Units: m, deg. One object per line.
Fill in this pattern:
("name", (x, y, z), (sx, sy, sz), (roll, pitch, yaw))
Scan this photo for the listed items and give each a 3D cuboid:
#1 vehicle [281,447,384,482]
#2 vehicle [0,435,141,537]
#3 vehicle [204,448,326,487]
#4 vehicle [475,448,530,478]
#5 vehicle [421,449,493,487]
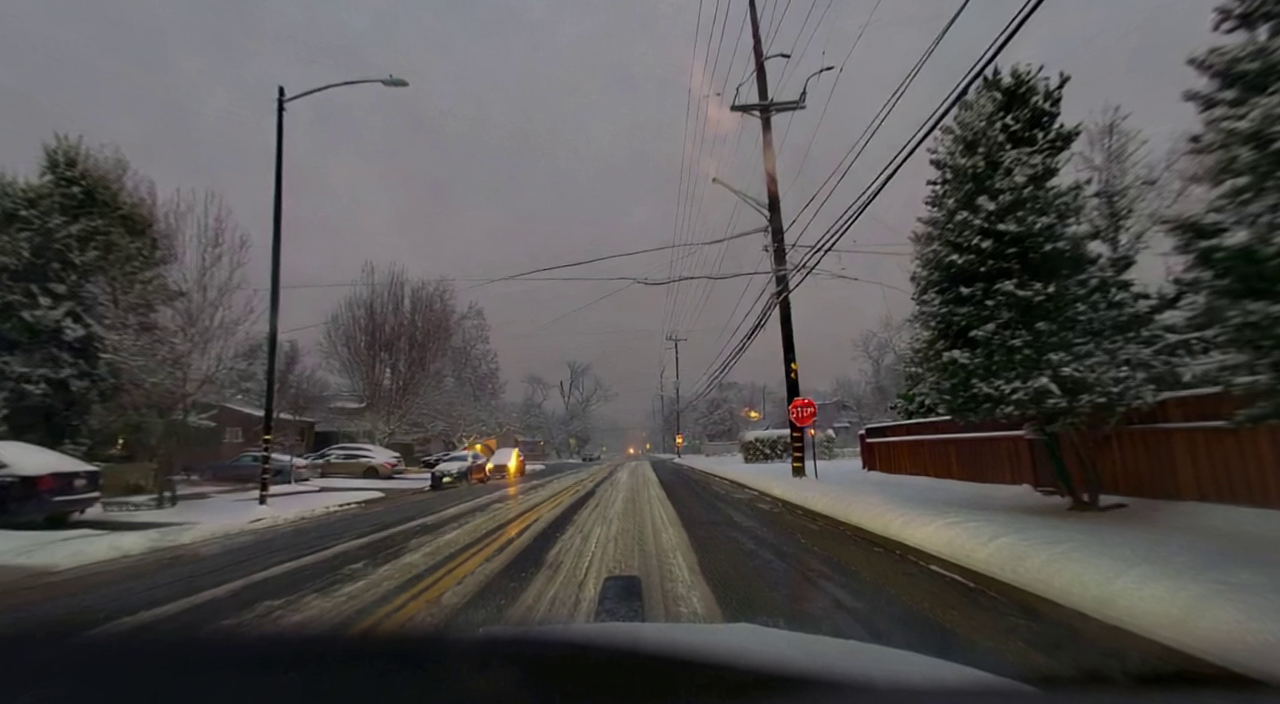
("vehicle", (-16.261, 5.957, 33.656), (4.364, 1.802, 2.122), (1, -9, -7))
("vehicle", (-13.677, 2.649, 12.757), (5.034, 1.887, 2.245), (2, -9, -12))
("vehicle", (-17.984, 5.522, 30.541), (4.539, 1.737, 2.098), (2, -9, -13))
("vehicle", (-8.480, 6.875, 39.393), (2.047, 1.679, 3.948), (-1, -9, 9))
("vehicle", (-8.589, 5.436, 29.993), (1.950, 1.627, 4.027), (-1, -9, 4))
